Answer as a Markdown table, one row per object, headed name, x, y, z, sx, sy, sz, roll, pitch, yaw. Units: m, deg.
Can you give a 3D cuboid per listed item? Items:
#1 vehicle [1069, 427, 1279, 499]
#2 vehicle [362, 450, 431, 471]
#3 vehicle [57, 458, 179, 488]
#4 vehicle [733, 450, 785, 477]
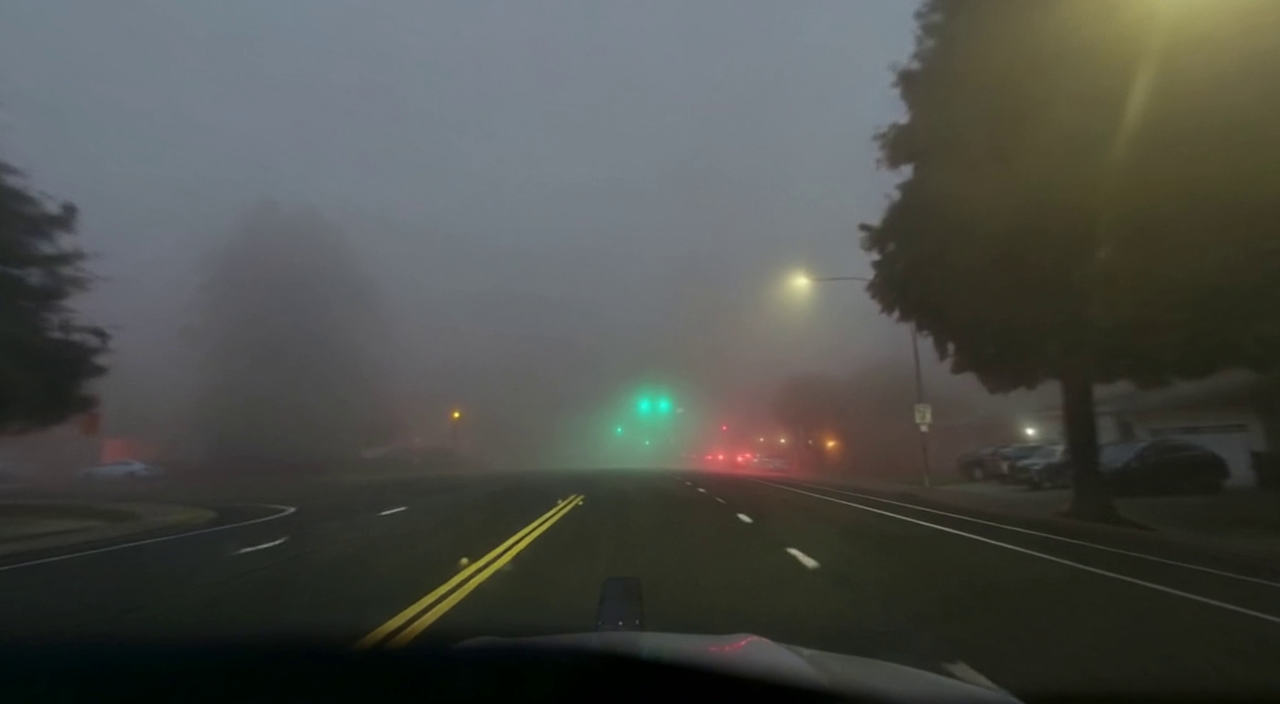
| name | x | y | z | sx | sy | sz | roll | pitch | yaw |
| --- | --- | --- | --- | --- | --- | --- | --- | --- | --- |
| vehicle | 15.624 | 3.182 | 18.373 | 4.739 | 1.667 | 1.998 | -4 | -7 | 0 |
| vehicle | -18.793 | 8.390 | 48.967 | 4.598 | 1.445 | 1.973 | -2 | -9 | -2 |
| vehicle | -27.150 | 6.294 | 32.976 | 4.600 | 1.468 | 1.869 | 0 | -9 | -3 |
| vehicle | 7.196 | 6.762 | 38.575 | 1.951 | 1.528 | 4.366 | 1 | -9 | -6 |
